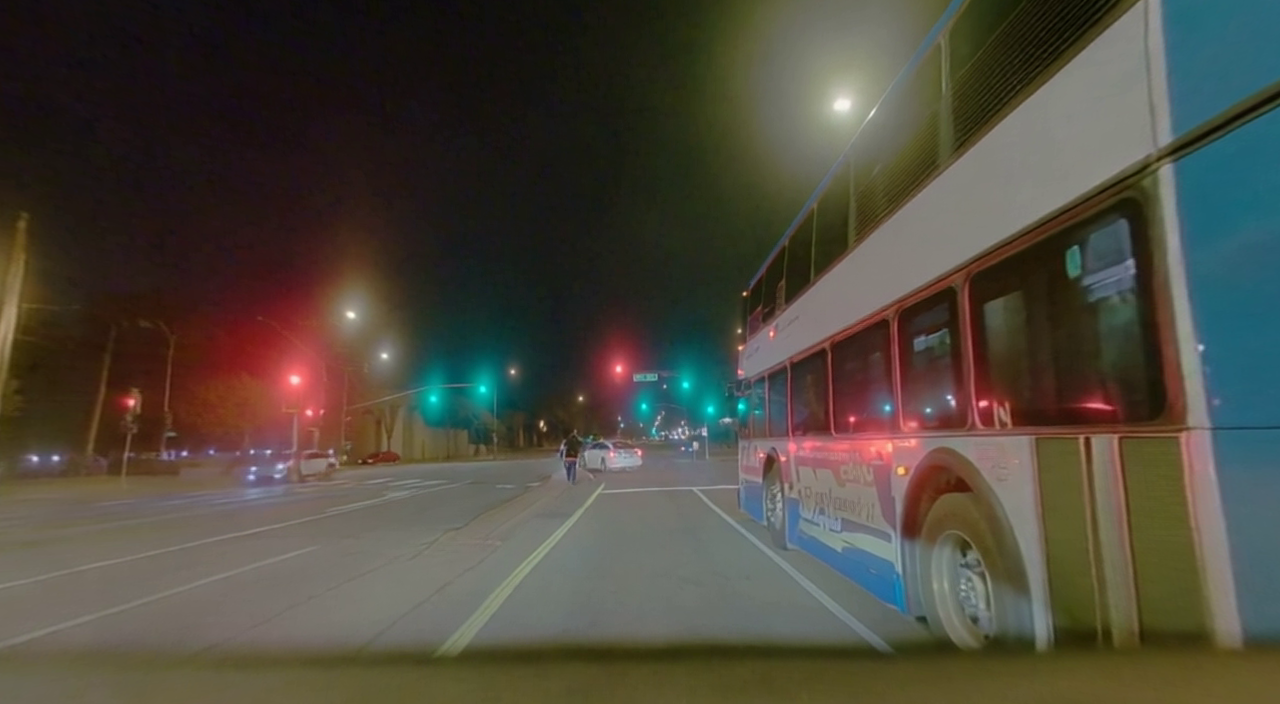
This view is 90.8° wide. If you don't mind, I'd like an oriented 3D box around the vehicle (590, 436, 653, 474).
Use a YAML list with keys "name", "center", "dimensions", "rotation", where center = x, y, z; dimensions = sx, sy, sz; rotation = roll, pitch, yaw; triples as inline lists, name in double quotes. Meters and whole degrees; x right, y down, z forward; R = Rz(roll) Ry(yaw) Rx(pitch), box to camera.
- name: "vehicle"
  center: [-0.914, 4.522, 27.965]
  dimensions: [2.123, 1.544, 4.158]
  rotation: [1, -8, -11]

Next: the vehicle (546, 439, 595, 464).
- name: "vehicle"
  center: [-4.440, 6.250, 39.813]
  dimensions: [2.036, 1.467, 3.979]
  rotation: [3, -9, -21]

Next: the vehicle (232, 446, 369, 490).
- name: "vehicle"
  center: [-13.292, 4.526, 25.030]
  dimensions: [1.816, 1.490, 4.417]
  rotation: [-6, -9, 29]

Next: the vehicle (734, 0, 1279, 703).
- name: "vehicle"
  center: [3.318, 0.064, 4.173]
  dimensions: [3.250, 3.731, 13.693]
  rotation: [0, -8, 0]
